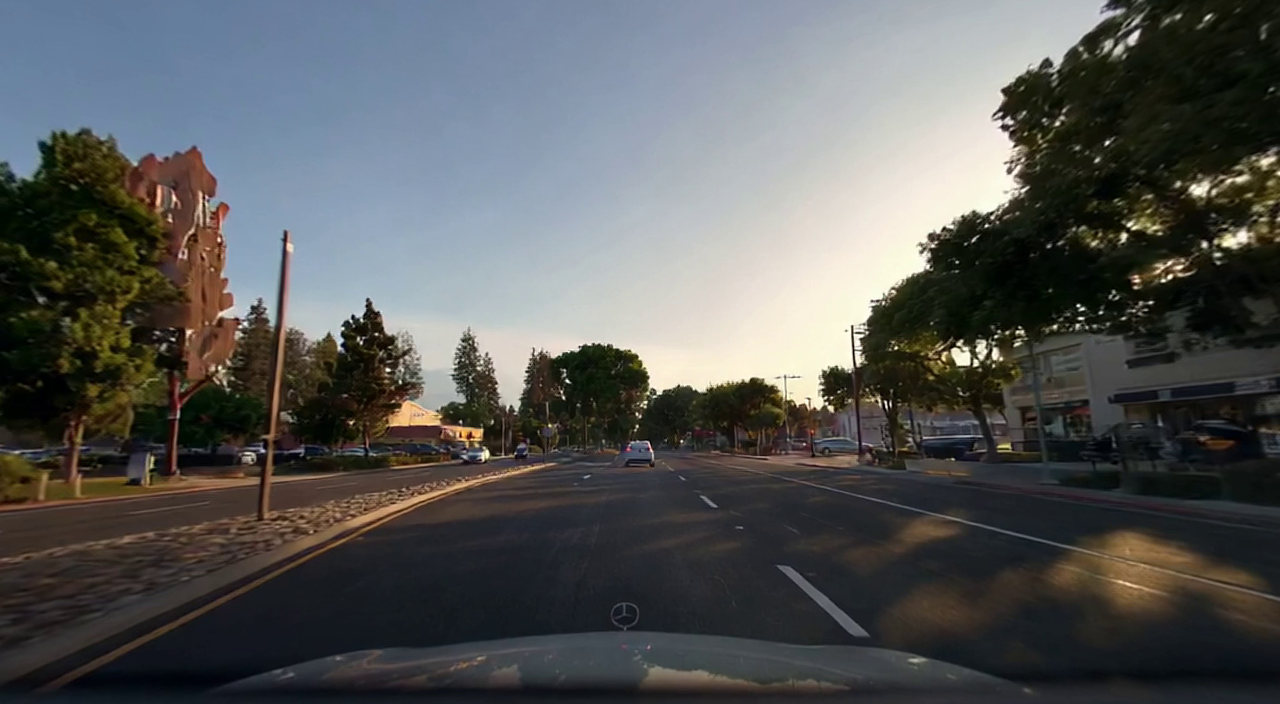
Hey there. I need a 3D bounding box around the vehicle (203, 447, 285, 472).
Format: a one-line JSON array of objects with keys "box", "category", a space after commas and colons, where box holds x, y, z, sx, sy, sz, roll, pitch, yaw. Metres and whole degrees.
[{"box": [-27.240, 7.405, 43.364, 4.355, 1.504, 1.874, -2, -9, 1], "category": "vehicle"}]

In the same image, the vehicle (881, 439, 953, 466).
[{"box": [16.170, 5.876, 37.049, 1.949, 1.458, 4.865, 0, -8, 0], "category": "vehicle"}]

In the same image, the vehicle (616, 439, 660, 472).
[{"box": [-0.138, 4.994, 30.587, 1.998, 1.452, 3.773, 0, -9, -1], "category": "vehicle"}]

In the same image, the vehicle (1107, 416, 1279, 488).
[{"box": [18.247, 3.138, 19.883, 2.201, 1.947, 5.501, 1, -9, -9], "category": "vehicle"}]

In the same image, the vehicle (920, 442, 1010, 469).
[{"box": [16.408, 5.240, 32.113, 1.860, 1.276, 4.671, 0, -9, -4], "category": "vehicle"}]

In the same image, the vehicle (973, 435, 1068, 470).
[{"box": [19.132, 5.065, 31.916, 1.900, 1.639, 4.397, 0, -9, -2], "category": "vehicle"}]
